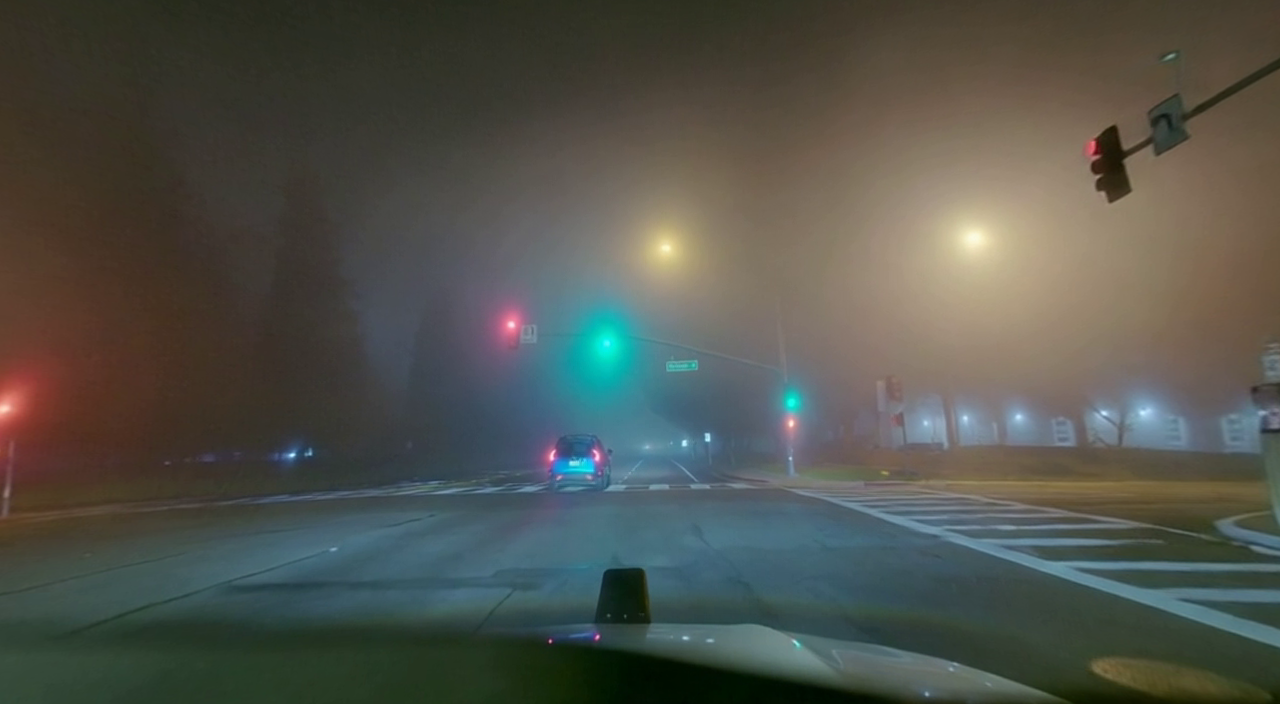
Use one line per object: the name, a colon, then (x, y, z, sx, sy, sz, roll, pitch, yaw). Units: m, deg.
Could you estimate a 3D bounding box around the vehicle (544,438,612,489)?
vehicle: (-2.315, 4.336, 24.940, 2.123, 1.799, 4.425, 0, -8, 2)
